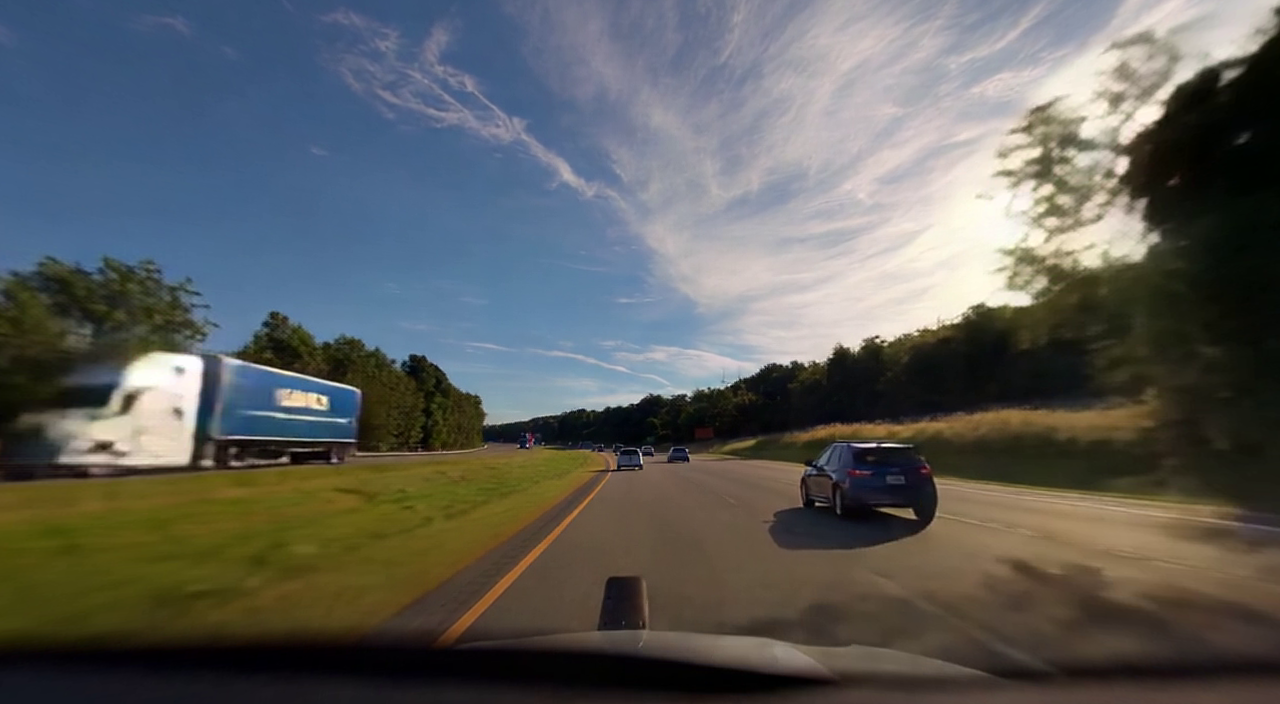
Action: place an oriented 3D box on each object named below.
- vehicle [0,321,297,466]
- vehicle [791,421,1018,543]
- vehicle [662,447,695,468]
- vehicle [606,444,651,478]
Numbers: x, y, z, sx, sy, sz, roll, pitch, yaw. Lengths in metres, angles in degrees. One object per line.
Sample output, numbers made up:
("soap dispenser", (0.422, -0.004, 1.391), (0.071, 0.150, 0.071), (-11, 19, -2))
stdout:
("vehicle", (-16.400, 1.936, 22.415), (2.892, 4.015, 10.141), (0, -9, -2))
("vehicle", (4.036, 2.059, 10.479), (2.013, 1.623, 3.916), (0, -9, -1))
("vehicle", (2.869, 8.002, 47.990), (2.008, 1.504, 4.291), (1, -9, -4))
("vehicle", (-0.577, 5.319, 30.801), (2.050, 1.534, 3.771), (0, -9, -2))
